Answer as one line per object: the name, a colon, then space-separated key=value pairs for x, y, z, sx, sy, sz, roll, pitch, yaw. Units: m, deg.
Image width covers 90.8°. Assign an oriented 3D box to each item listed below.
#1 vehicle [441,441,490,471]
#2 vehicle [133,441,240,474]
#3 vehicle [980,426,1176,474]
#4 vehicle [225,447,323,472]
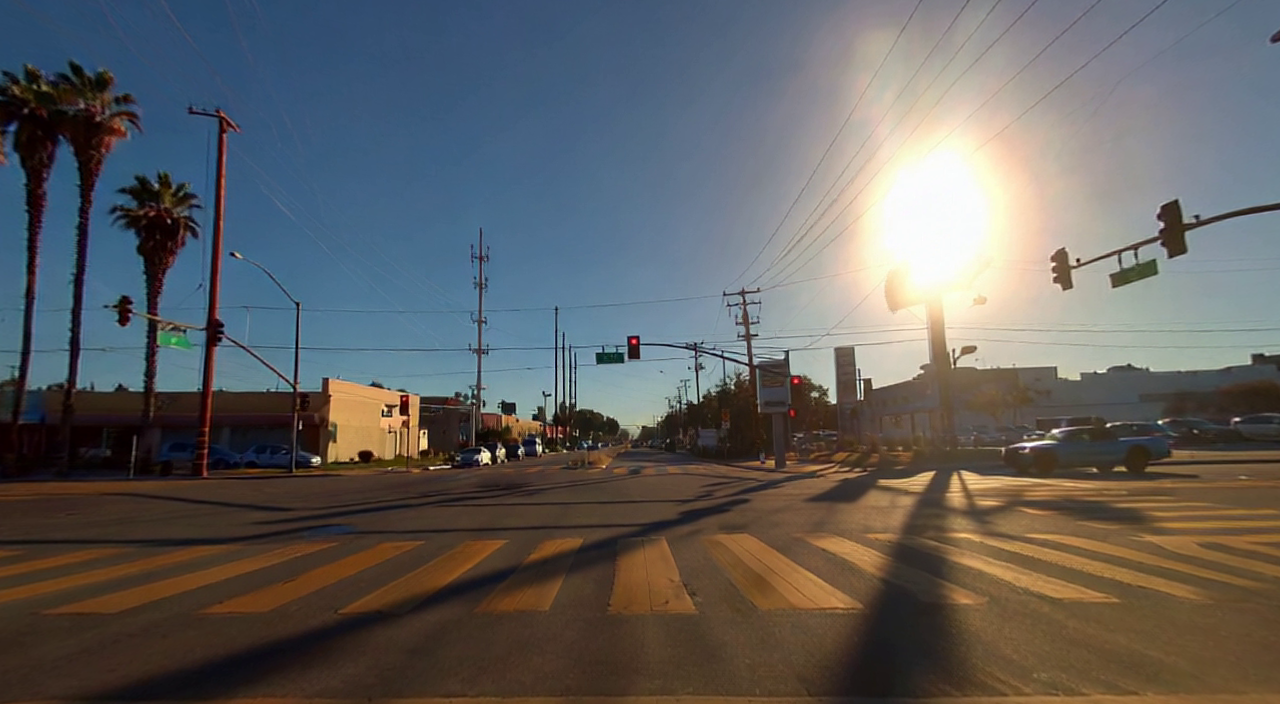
vehicle: x=-11.942 y=7.112 z=43.539 sx=2.016 sy=1.717 sz=4.287 roll=0 pitch=-6 yaw=1
vehicle: x=-25.904 y=6.048 z=36.214 sx=4.613 sy=1.820 sz=2.021 roll=-1 pitch=-8 yaw=4
vehicle: x=14.331 y=3.251 z=20.962 sx=4.918 sy=1.479 sz=1.897 roll=-1 pitch=-8 yaw=7
vehicle: x=-22.290 y=6.552 z=38.610 sx=4.849 sy=1.444 sz=1.881 roll=-1 pitch=-8 yaw=1
